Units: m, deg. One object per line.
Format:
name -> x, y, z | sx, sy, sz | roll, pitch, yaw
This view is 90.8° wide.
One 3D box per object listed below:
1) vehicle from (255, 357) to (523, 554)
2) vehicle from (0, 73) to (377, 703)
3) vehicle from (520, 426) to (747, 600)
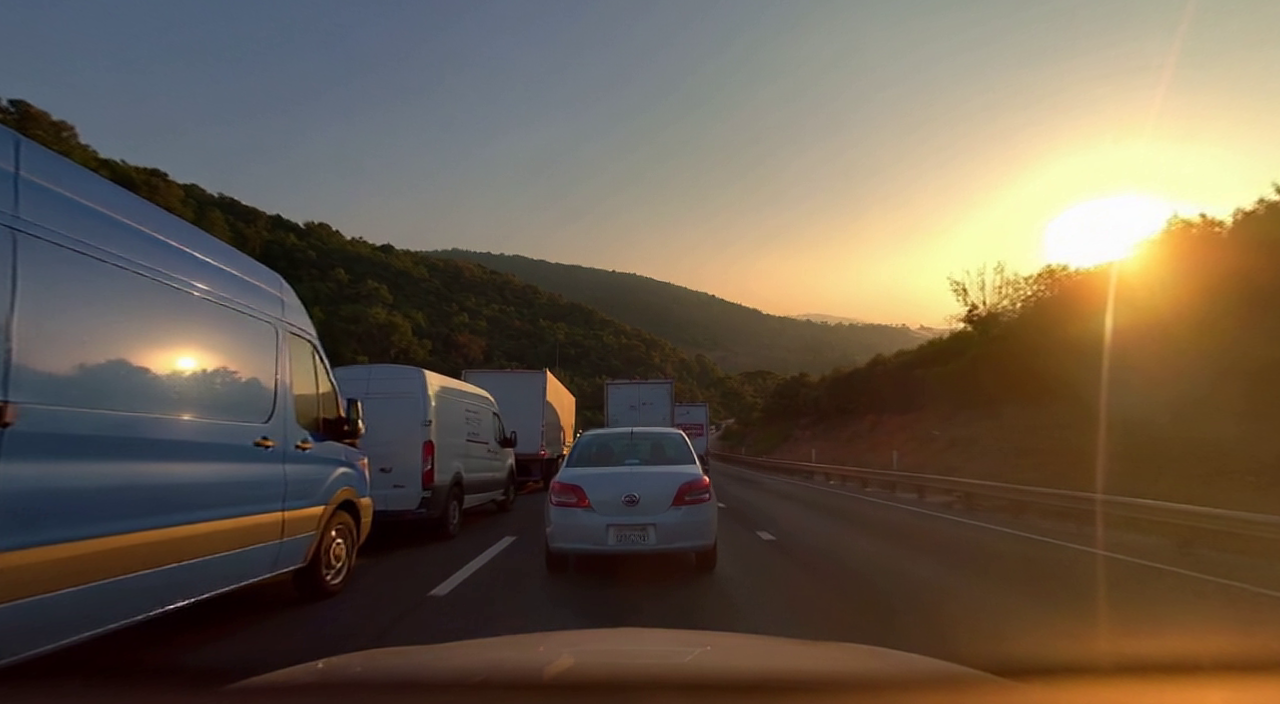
vehicle -> -4.024, 1.911, 12.017 | 2.349, 2.643, 6.807 | 0, -9, -1
vehicle -> -4.052, 0.341, 3.755 | 2.254, 2.879, 6.656 | 0, -9, -2
vehicle -> -0.100, 1.687, 7.331 | 1.995, 1.495, 3.380 | 0, -9, -1
